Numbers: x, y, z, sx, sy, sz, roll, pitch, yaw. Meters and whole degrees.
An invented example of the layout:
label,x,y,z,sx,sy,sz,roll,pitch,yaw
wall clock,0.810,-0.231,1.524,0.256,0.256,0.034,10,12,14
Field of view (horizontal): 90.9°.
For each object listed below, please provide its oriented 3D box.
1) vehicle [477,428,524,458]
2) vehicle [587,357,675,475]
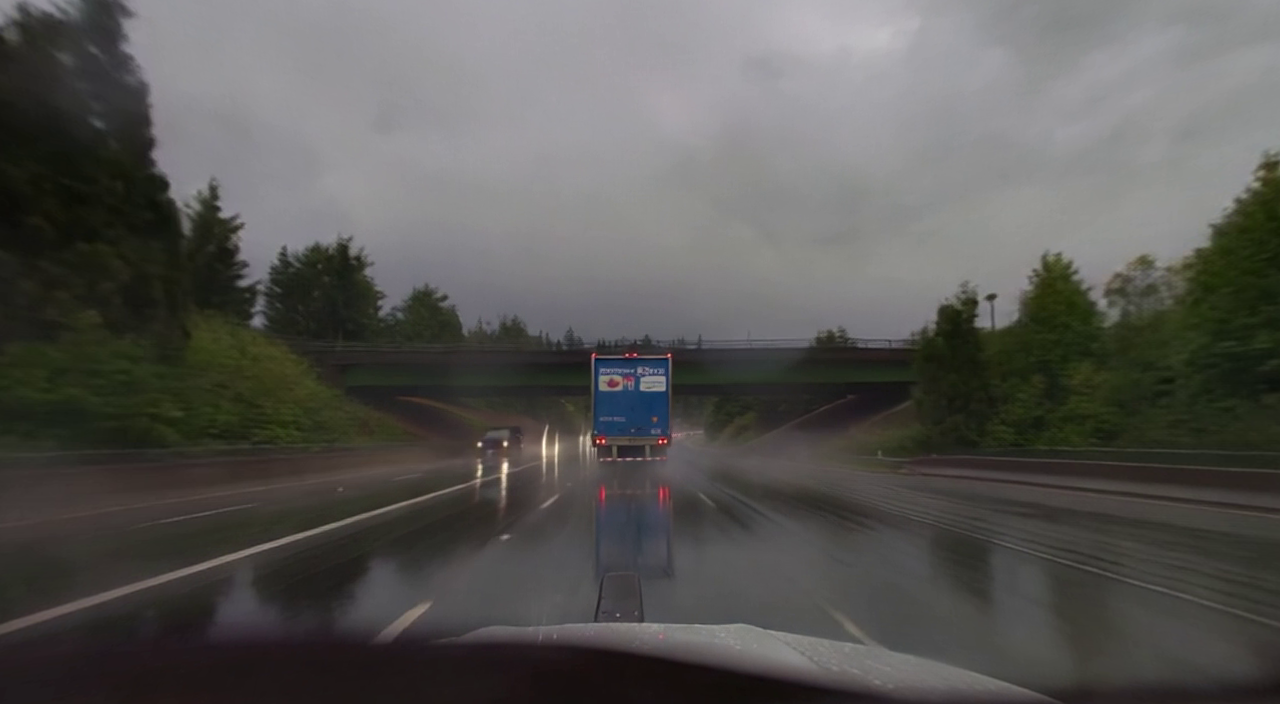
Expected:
label,x,y,z,sx,sy,sz,roll,pitch,yaw
vehicle,-8.967,5.873,40.832,2.037,1.853,4.336,0,-8,-1
vehicle,-0.535,2.747,25.827,2.895,3.861,10.213,0,-8,-3
